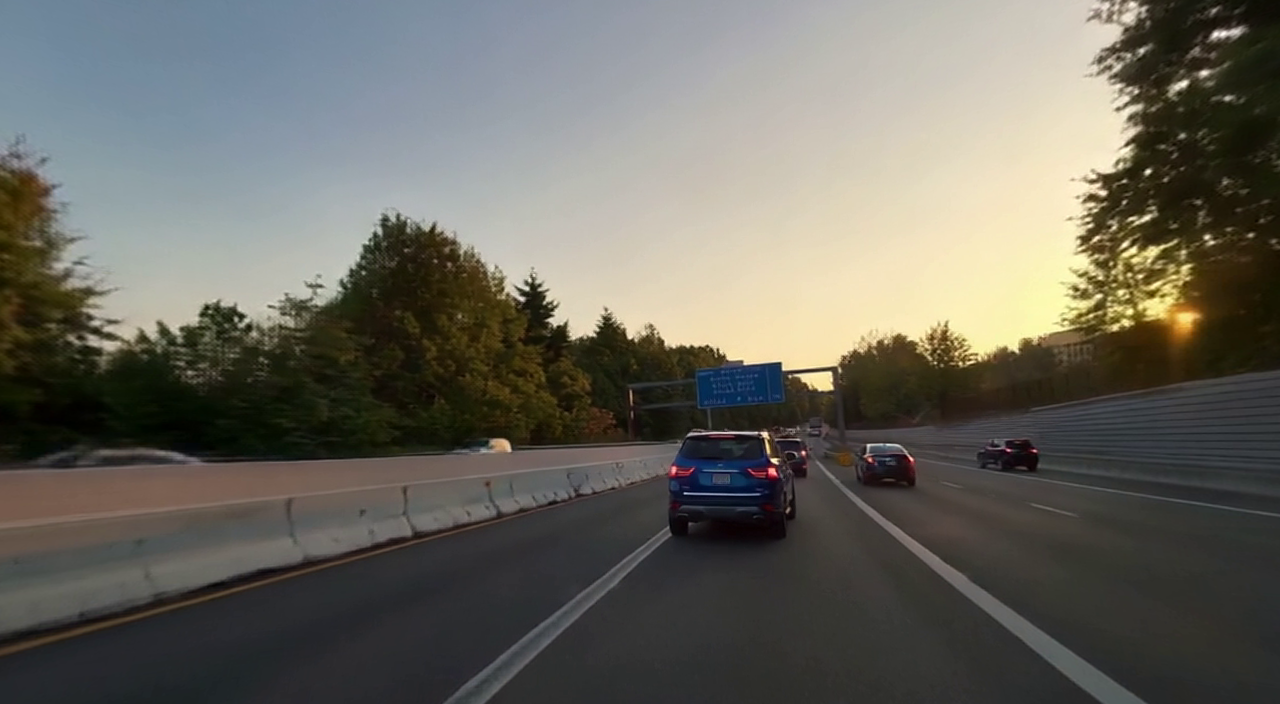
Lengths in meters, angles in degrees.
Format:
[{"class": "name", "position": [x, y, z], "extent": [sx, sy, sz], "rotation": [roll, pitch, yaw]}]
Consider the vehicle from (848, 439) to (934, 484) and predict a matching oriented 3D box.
[{"class": "vehicle", "position": [8.944, 3.914, 22.840], "extent": [1.962, 1.442, 4.536], "rotation": [-2, -8, 10]}]

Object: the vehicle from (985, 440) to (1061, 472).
[{"class": "vehicle", "position": [19.149, 5.183, 31.699], "extent": [1.990, 1.478, 4.475], "rotation": [-2, -9, 14]}]

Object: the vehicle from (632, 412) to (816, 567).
[{"class": "vehicle", "position": [1.392, 1.785, 8.973], "extent": [2.021, 1.635, 4.085], "rotation": [-2, -9, 14]}]

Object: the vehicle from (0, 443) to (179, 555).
[{"class": "vehicle", "position": [-9.955, 2.191, 9.613], "extent": [1.917, 1.566, 4.370], "rotation": [-2, -9, 14]}]

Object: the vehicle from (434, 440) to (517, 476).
[{"class": "vehicle", "position": [-8.471, 5.492, 32.994], "extent": [1.989, 1.703, 4.959], "rotation": [-2, -9, 14]}]
